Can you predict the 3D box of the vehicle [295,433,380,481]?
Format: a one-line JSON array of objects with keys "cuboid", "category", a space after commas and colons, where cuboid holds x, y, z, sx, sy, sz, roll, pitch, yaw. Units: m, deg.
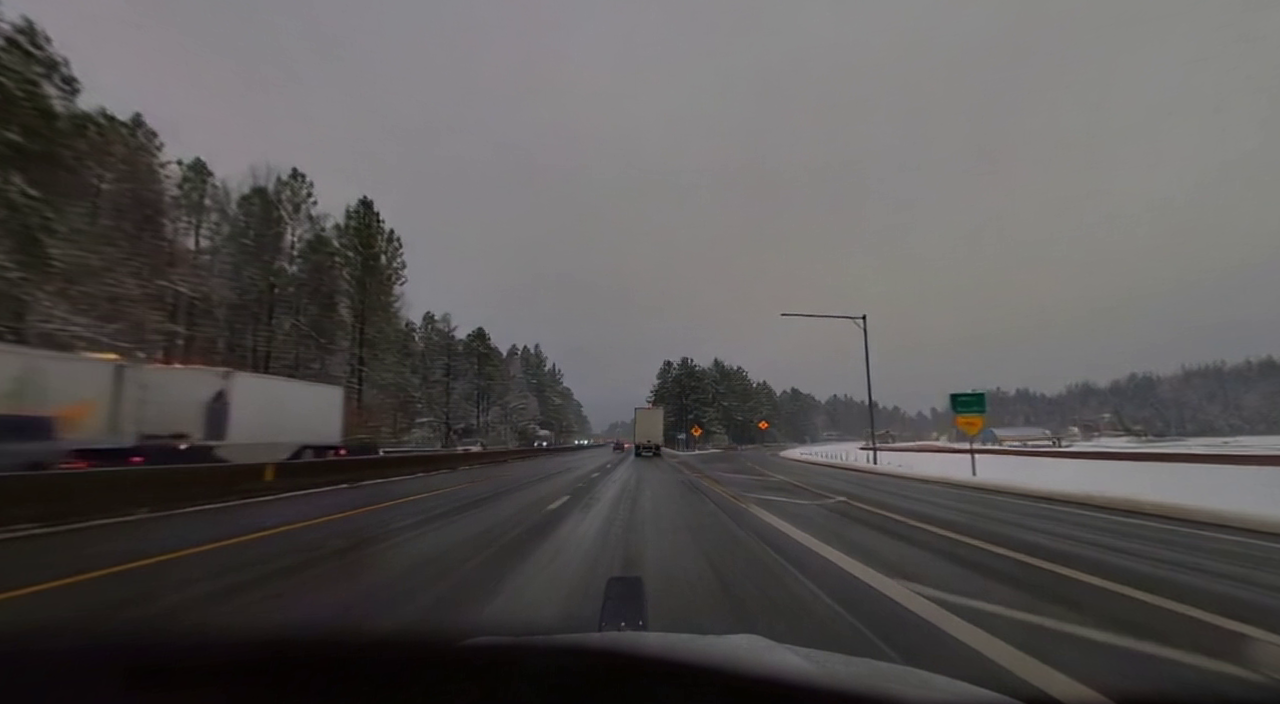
[{"cuboid": [-17.893, 6.226, 37.681, 2.360, 2.607, 5.290, 0, -8, 0], "category": "vehicle"}]
